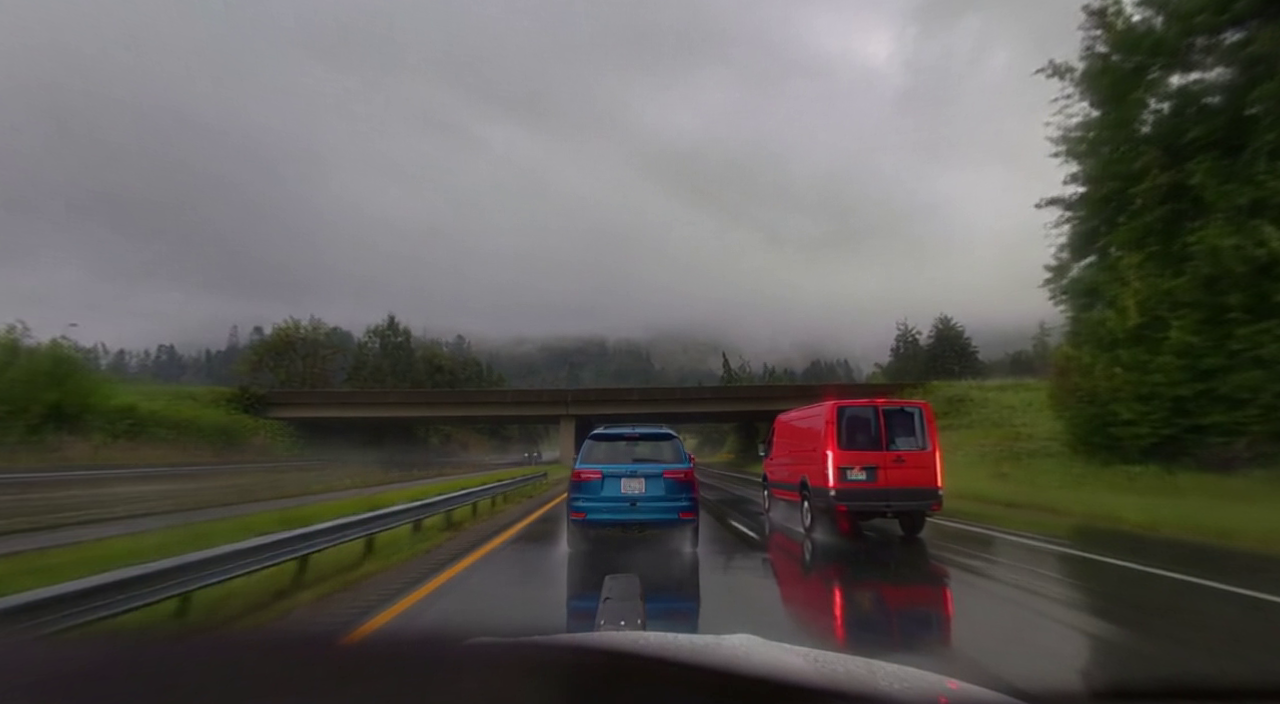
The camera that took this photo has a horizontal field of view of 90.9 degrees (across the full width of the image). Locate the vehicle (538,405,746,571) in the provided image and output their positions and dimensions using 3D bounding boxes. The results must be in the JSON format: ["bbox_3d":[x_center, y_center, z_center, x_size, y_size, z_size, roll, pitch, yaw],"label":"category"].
[{"bbox_3d":[0.020,1.821,9.069,2.288,1.823,4.059,0,-9,0],"label":"vehicle"}]
